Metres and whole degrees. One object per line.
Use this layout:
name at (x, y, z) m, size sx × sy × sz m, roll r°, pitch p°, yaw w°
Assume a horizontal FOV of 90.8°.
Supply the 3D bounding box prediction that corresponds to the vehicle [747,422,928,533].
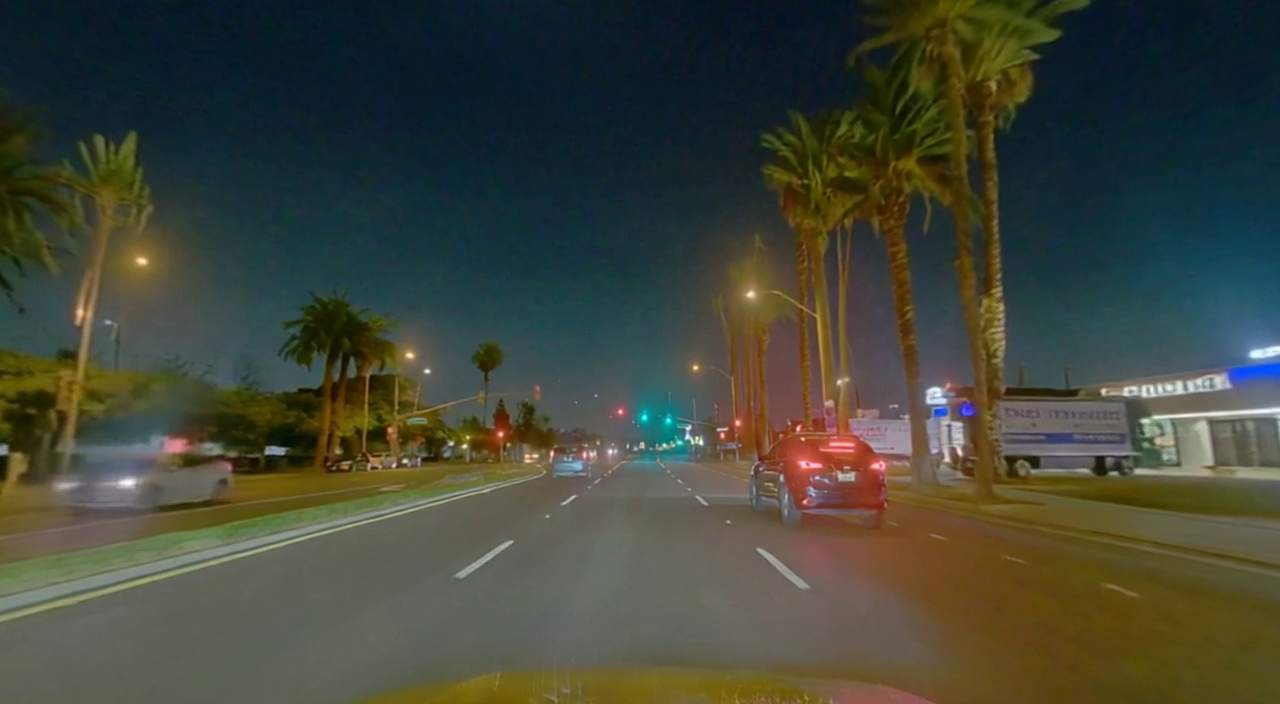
vehicle at (3.451, 2.286, 12.039) m, size 1.982 × 1.711 × 4.276 m, roll 0°, pitch -9°, yaw -1°

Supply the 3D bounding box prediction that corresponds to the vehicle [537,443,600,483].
vehicle at (-2.800, 4.436, 25.511) m, size 2.034 × 1.498 × 3.995 m, roll 0°, pitch -9°, yaw 0°

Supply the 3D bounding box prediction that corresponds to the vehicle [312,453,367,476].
vehicle at (-22.181, 8.295, 46.812) m, size 2.045 × 1.536 × 3.911 m, roll 0°, pitch -9°, yaw 2°

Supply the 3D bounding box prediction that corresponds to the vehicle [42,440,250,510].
vehicle at (-14.649, 3.635, 19.262) m, size 2.227 × 1.768 × 5.034 m, roll -1°, pitch -9°, yaw 1°

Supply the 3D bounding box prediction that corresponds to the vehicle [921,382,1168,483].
vehicle at (14.640, 2.979, 23.263) m, size 7.195 × 3.468 × 2.597 m, roll 0°, pitch -9°, yaw -3°
